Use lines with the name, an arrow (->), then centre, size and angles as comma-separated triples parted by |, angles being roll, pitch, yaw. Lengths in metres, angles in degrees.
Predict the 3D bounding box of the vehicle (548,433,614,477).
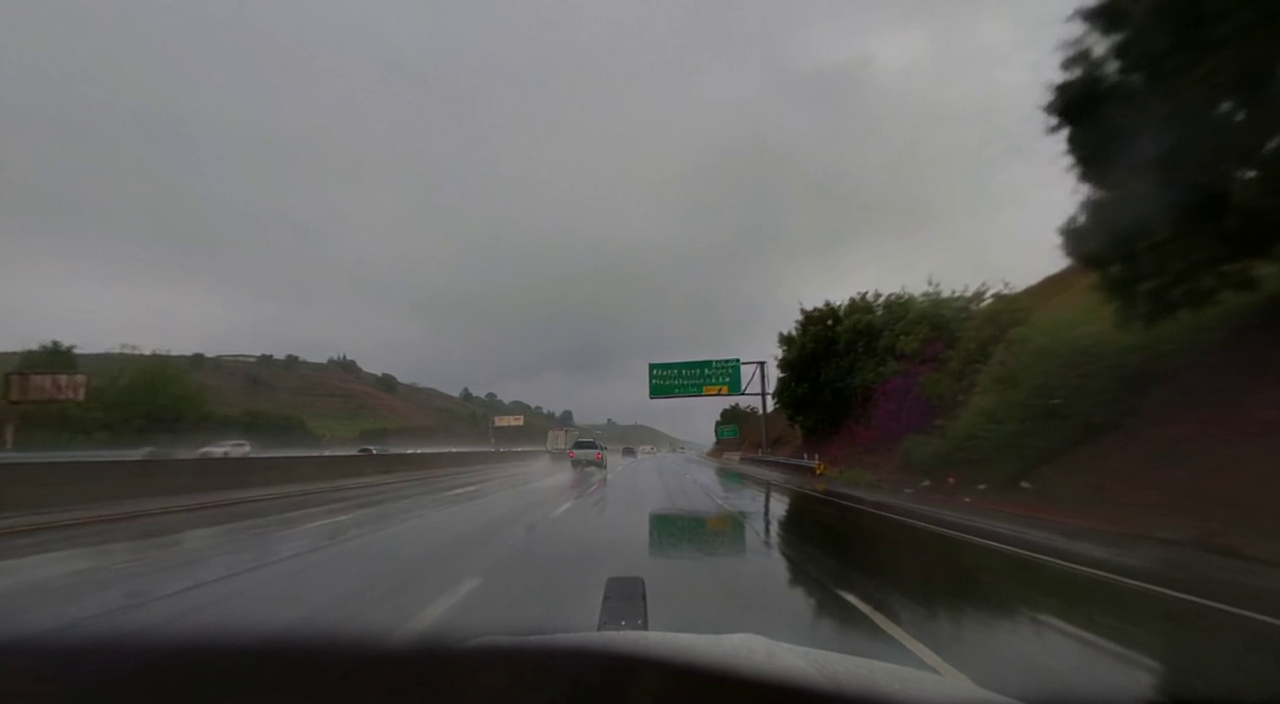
vehicle -> -2.658, 4.826, 29.604 | 2.413, 1.896, 5.218 | 0, -9, 2
